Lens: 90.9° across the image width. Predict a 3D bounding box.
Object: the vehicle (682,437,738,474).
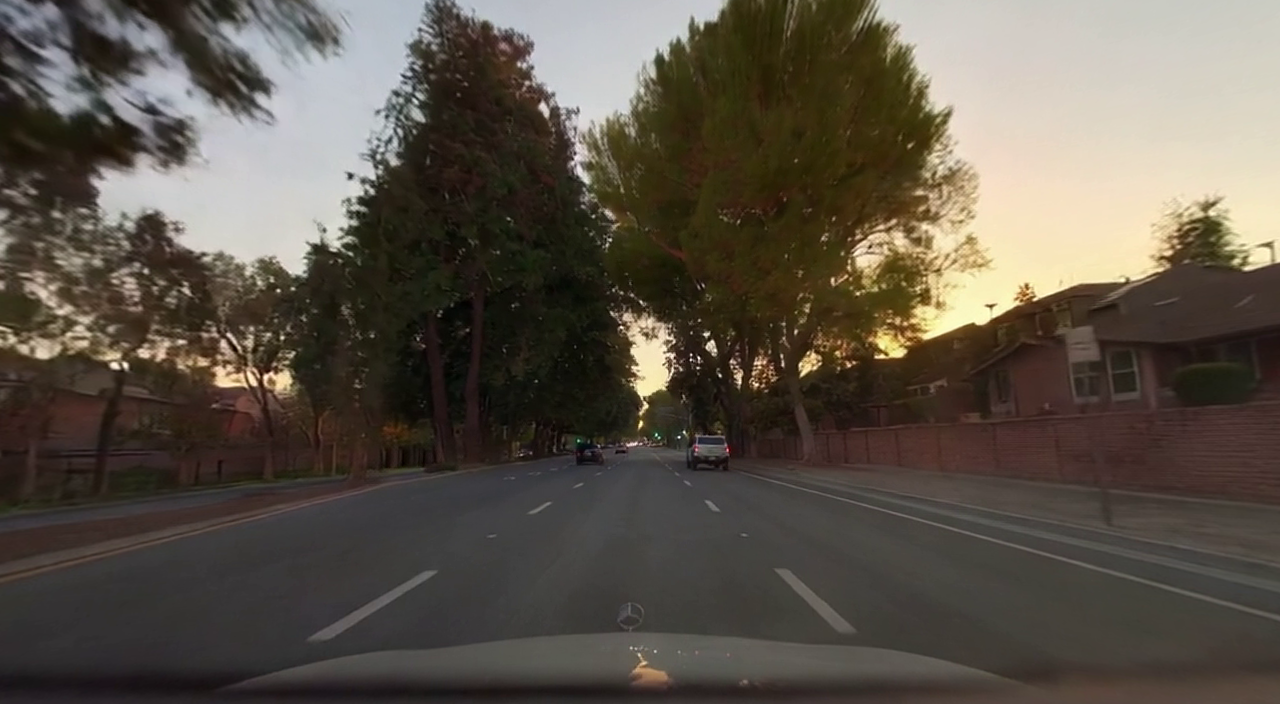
[{"bbox_3d":[3.415,5.168,31.825,2.321,1.695,5.037,0,-8,1],"label":"vehicle"}]
